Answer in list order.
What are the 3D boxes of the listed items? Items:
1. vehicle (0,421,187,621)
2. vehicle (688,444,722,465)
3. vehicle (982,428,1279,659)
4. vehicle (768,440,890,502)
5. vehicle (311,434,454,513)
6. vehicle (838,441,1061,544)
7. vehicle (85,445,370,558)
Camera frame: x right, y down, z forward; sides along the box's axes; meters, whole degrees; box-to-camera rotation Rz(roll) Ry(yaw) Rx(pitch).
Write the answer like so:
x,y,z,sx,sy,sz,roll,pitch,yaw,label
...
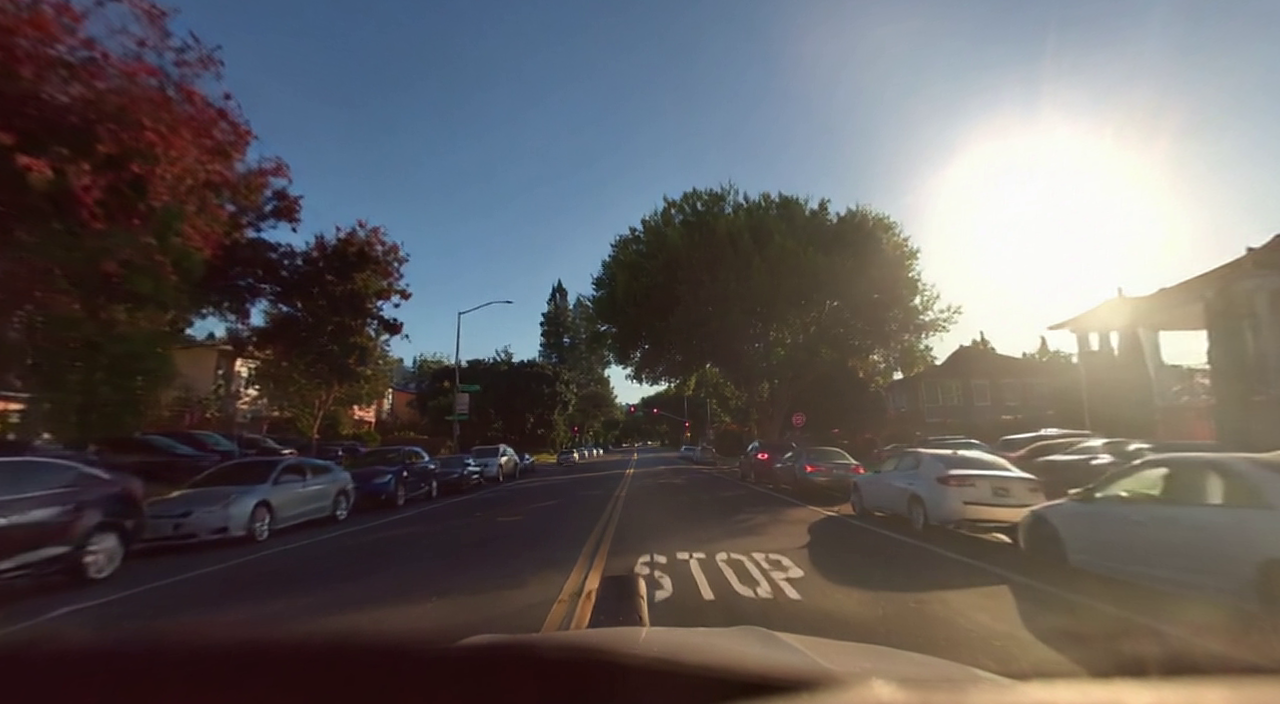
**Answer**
x,y,z,sx,sy,sz,roll,pitch,yaw,label
-6.365,1.392,5.092,1.947,1.665,4.716,0,-8,-1,vehicle
5.023,7.961,49.330,1.955,1.536,4.395,0,-8,-2,vehicle
5.021,1.452,5.547,1.729,1.479,4.101,0,-8,0,vehicle
5.082,3.249,17.742,1.830,1.477,4.684,0,-8,-2,vehicle
-6.422,3.045,16.417,1.904,1.727,4.530,0,-8,-2,vehicle
5.071,2.314,11.161,1.798,1.432,4.330,0,-8,1,vehicle
-6.505,2.339,10.734,1.809,1.499,4.358,0,-8,1,vehicle
